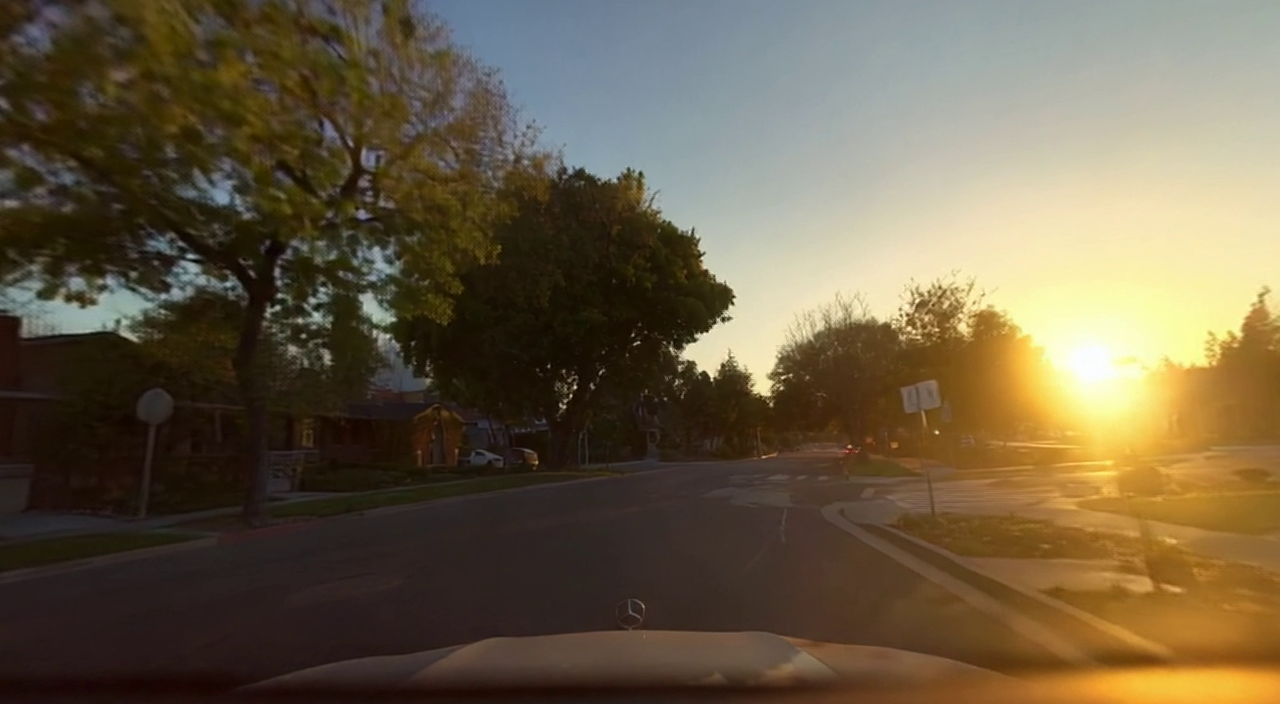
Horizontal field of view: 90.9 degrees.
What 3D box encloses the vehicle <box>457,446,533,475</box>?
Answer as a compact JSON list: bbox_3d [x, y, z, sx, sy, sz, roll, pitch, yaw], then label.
[{"bbox_3d":[-8.517,6.409,37.403,4.252,1.681,1.854,1,-9,-9],"label":"vehicle"}]
